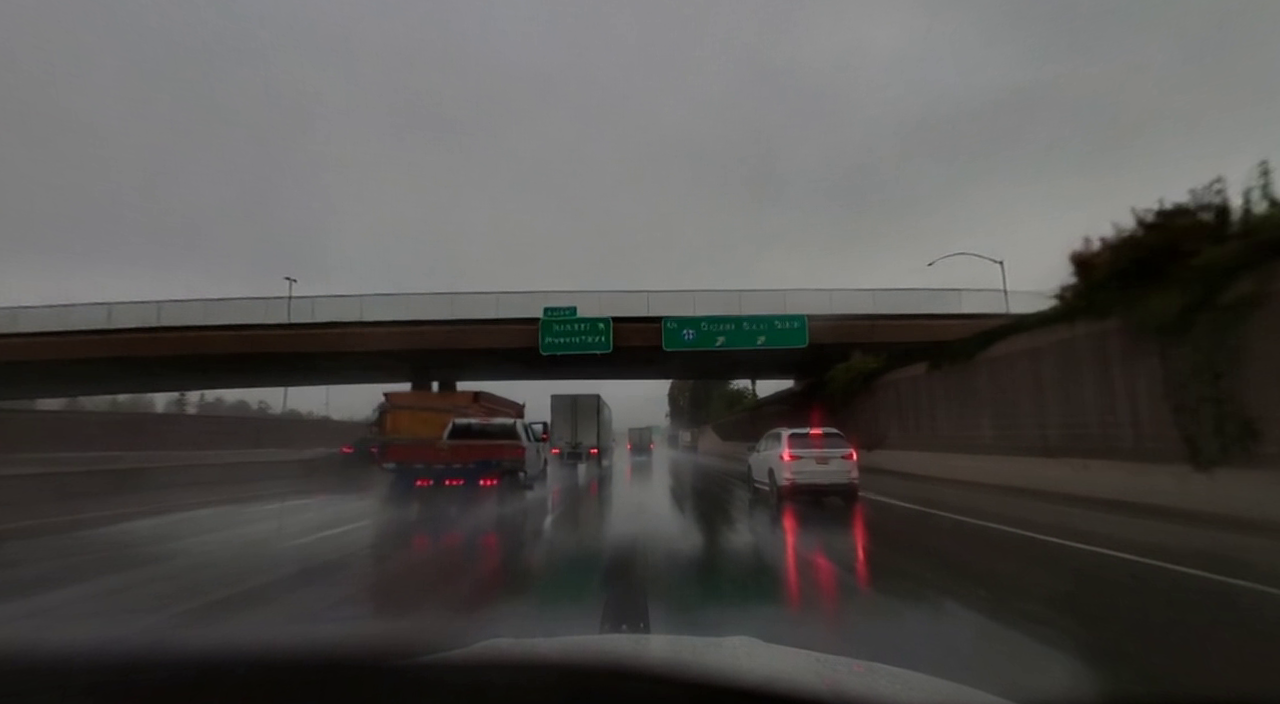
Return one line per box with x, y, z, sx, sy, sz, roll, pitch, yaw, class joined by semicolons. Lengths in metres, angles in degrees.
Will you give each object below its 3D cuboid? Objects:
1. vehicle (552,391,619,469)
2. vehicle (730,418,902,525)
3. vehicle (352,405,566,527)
-3.140;5.248;41.269;2.869;4.108;15.564;0;-8;1;vehicle
3.096;2.208;12.172;2.028;1.658;4.334;0;-8;0;vehicle
-3.429;2.399;13.892;2.645;2.023;6.491;0;-8;1;vehicle
